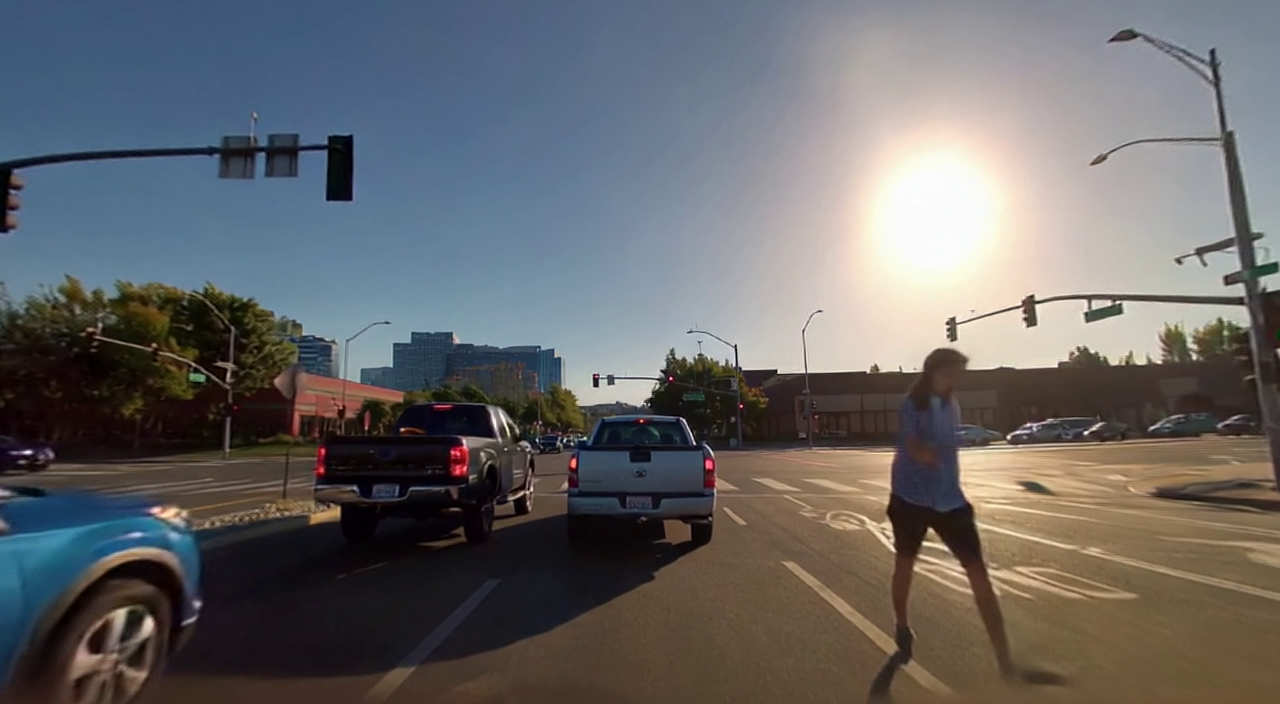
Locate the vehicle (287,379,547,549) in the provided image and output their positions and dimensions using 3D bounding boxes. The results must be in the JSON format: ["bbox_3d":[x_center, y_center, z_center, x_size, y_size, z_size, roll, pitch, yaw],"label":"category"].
[{"bbox_3d":[-2.897,1.627,9.632,2.220,1.926,4.870,0,-8,-1],"label":"vehicle"}]

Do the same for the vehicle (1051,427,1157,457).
[{"bbox_3d":[28.088,5.477,38.133,4.849,1.759,2.041,1,-8,-3],"label":"vehicle"}]

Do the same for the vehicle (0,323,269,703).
[{"bbox_3d":[-3.339,0.654,1.593,2.006,1.707,4.448,0,-8,1],"label":"vehicle"}]

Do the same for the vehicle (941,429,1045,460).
[{"bbox_3d":[19.448,5.112,34.716,4.624,1.601,1.871,1,-8,-3],"label":"vehicle"}]

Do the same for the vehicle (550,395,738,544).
[{"bbox_3d":[-0.005,1.722,9.784,2.204,1.738,4.690,0,-8,-1],"label":"vehicle"}]

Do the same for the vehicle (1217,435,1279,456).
[{"bbox_3d":[44.935,6.770,45.534,4.396,1.479,1.778,1,-8,-2],"label":"vehicle"}]
